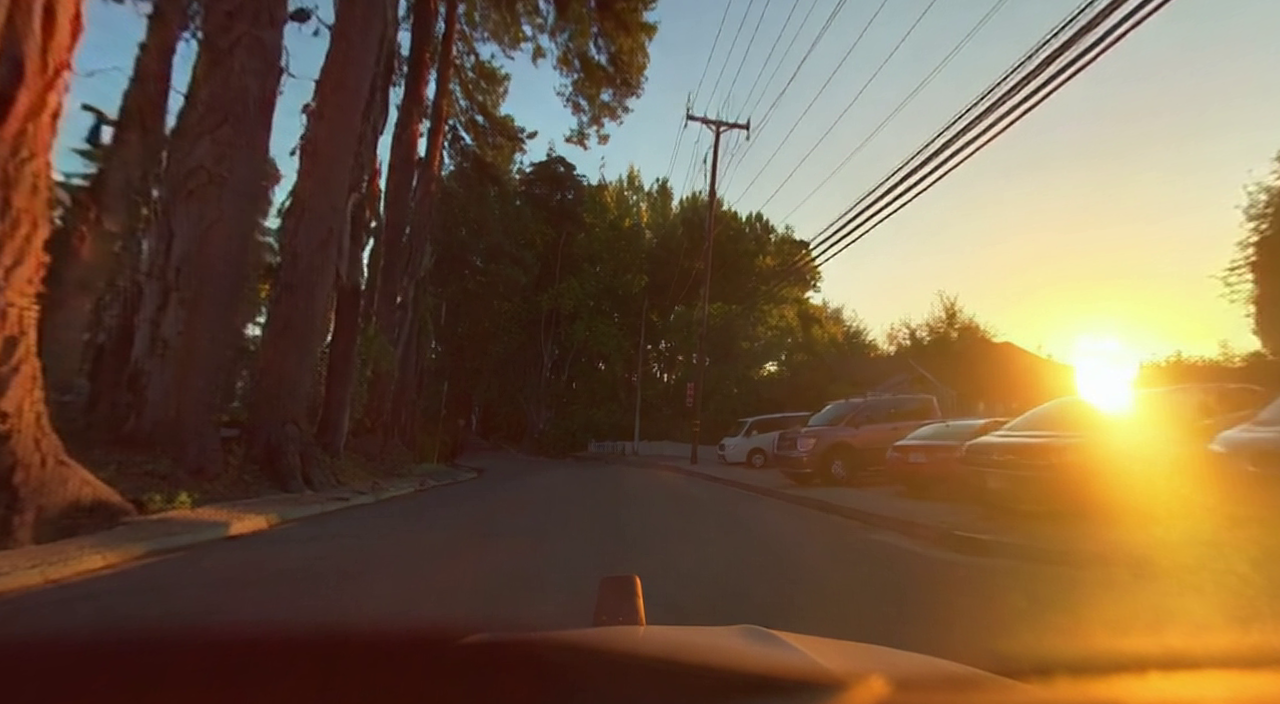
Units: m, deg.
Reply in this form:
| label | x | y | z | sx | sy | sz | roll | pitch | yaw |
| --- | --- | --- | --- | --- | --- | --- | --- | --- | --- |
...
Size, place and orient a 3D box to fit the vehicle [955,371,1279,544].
| label | x | y | z | sx | sy | sz | roll | pitch | yaw |
| --- | --- | --- | --- | --- | --- | --- | --- | --- | --- |
| vehicle | 6.935 | 1.280 | 8.912 | 4.444 | 1.902 | 2.099 | 1 | -4 | -26 |

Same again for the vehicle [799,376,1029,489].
| label | x | y | z | sx | sy | sz | roll | pitch | yaw |
| --- | --- | --- | --- | --- | --- | --- | --- | --- | --- |
| vehicle | 6.677 | 1.915 | 15.322 | 5.269 | 2.289 | 2.446 | 4 | -8 | -32 |
